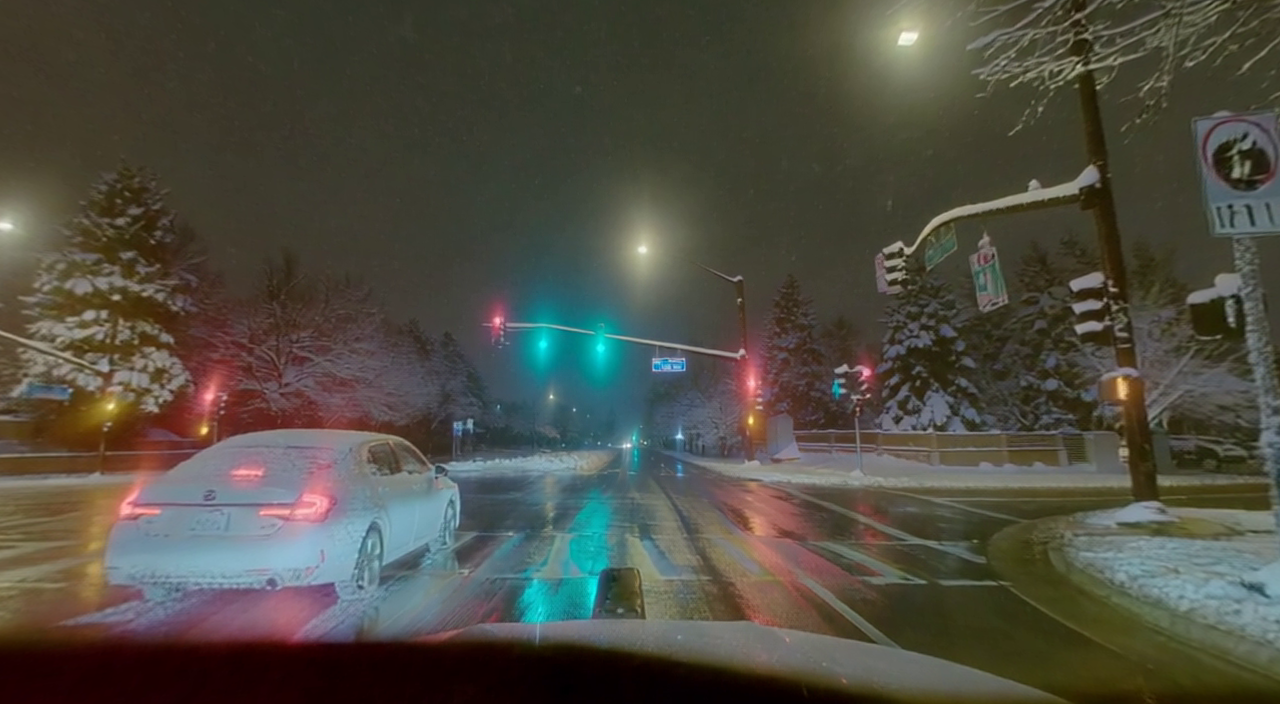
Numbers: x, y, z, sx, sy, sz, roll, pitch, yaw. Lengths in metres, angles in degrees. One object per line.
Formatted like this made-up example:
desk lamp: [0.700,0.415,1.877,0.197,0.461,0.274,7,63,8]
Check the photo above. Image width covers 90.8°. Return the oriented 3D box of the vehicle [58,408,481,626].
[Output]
vehicle: [-3.320,1.556,7.011,2.076,1.599,4.483,0,-8,-2]
